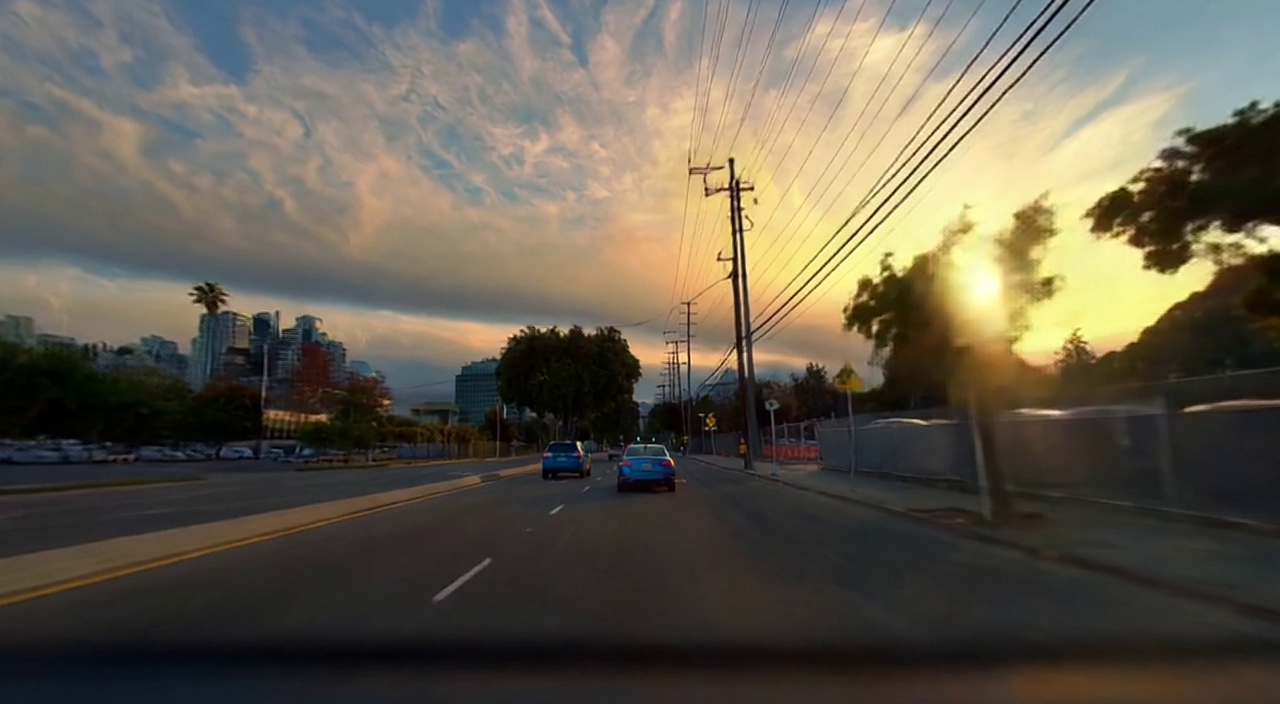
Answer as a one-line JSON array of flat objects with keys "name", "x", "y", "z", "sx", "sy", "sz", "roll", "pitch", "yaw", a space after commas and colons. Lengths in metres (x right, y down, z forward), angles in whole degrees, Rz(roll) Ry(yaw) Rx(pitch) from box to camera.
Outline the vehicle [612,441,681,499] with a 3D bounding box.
[{"name": "vehicle", "x": 0.185, "y": 3.771, "z": 20.575, "sx": 2.059, "sy": 1.691, "sz": 3.980, "roll": 0, "pitch": -8, "yaw": 0}]

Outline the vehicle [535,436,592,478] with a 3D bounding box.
[{"name": "vehicle", "x": -3.525, "y": 4.920, "z": 29.751, "sx": 2.078, "sy": 1.804, "sz": 4.387, "roll": 0, "pitch": -8, "yaw": 1}]
